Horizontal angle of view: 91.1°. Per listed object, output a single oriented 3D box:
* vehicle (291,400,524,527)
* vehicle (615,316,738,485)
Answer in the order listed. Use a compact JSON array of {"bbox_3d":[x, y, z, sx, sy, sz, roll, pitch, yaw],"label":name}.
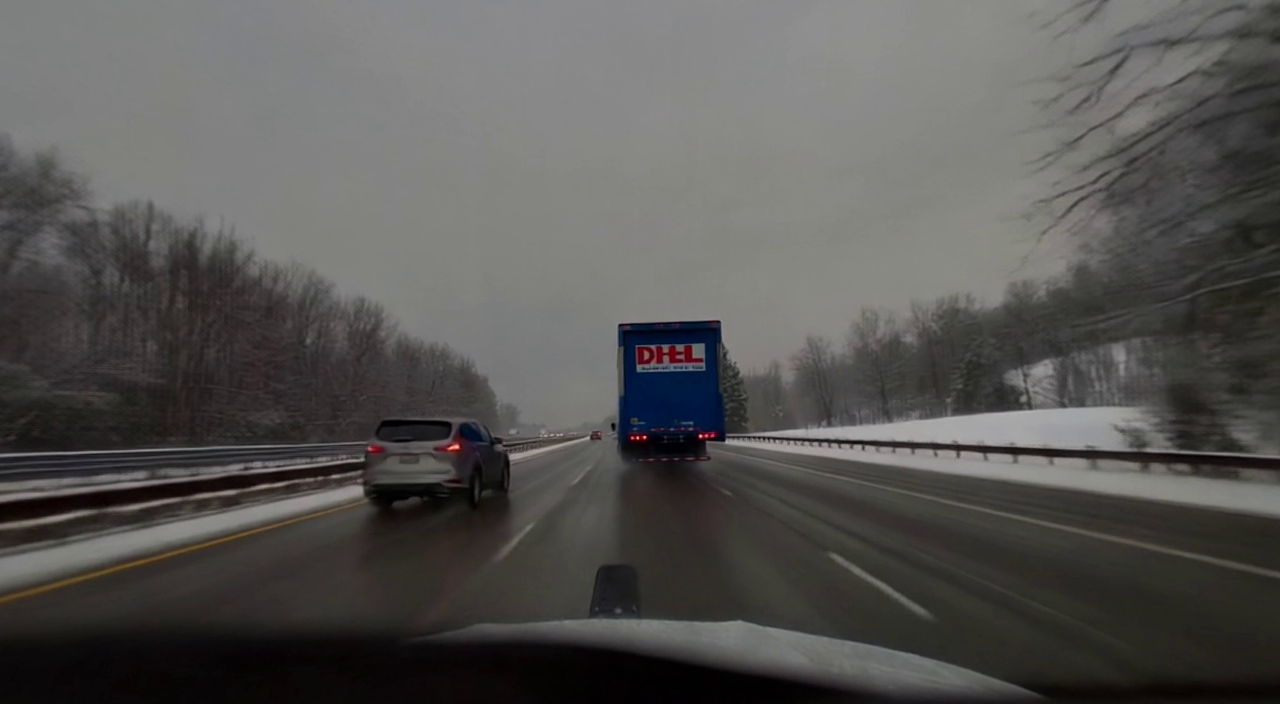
[{"bbox_3d":[-3.795,1.937,11.609,2.394,1.787,5.186,0,-8,-1],"label":"vehicle"},{"bbox_3d":[0.714,1.785,20.187,3.011,4.211,8.926,0,-8,-3],"label":"vehicle"}]
